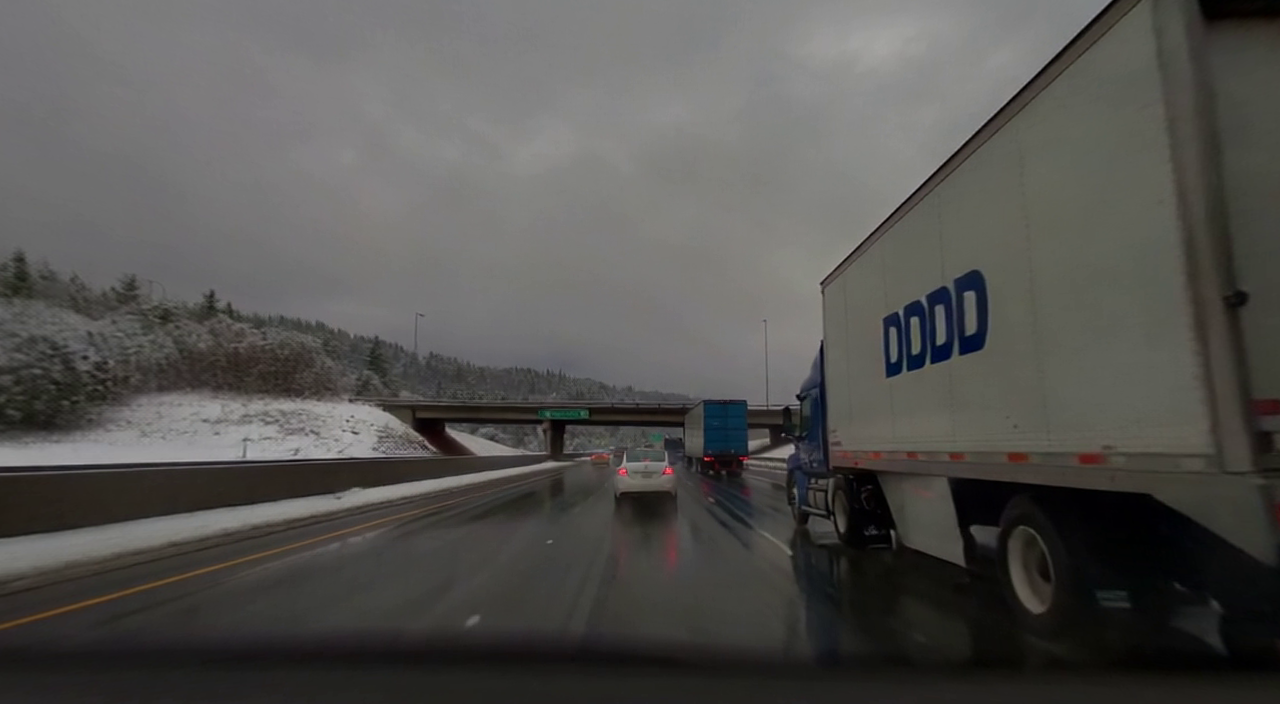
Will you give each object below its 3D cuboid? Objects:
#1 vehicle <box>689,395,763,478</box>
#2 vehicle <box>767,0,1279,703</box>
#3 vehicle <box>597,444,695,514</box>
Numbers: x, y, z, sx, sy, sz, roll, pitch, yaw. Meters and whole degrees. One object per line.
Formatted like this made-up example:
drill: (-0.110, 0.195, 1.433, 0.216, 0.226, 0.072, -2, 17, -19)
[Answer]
vehicle: (4.500, 4.766, 35.066, 2.801, 4.039, 8.684, 0, -9, 0)
vehicle: (4.165, 0.566, 7.936, 2.884, 3.930, 10.206, 0, -9, 0)
vehicle: (0.133, 2.947, 15.095, 2.029, 1.437, 3.794, 0, -9, 0)
